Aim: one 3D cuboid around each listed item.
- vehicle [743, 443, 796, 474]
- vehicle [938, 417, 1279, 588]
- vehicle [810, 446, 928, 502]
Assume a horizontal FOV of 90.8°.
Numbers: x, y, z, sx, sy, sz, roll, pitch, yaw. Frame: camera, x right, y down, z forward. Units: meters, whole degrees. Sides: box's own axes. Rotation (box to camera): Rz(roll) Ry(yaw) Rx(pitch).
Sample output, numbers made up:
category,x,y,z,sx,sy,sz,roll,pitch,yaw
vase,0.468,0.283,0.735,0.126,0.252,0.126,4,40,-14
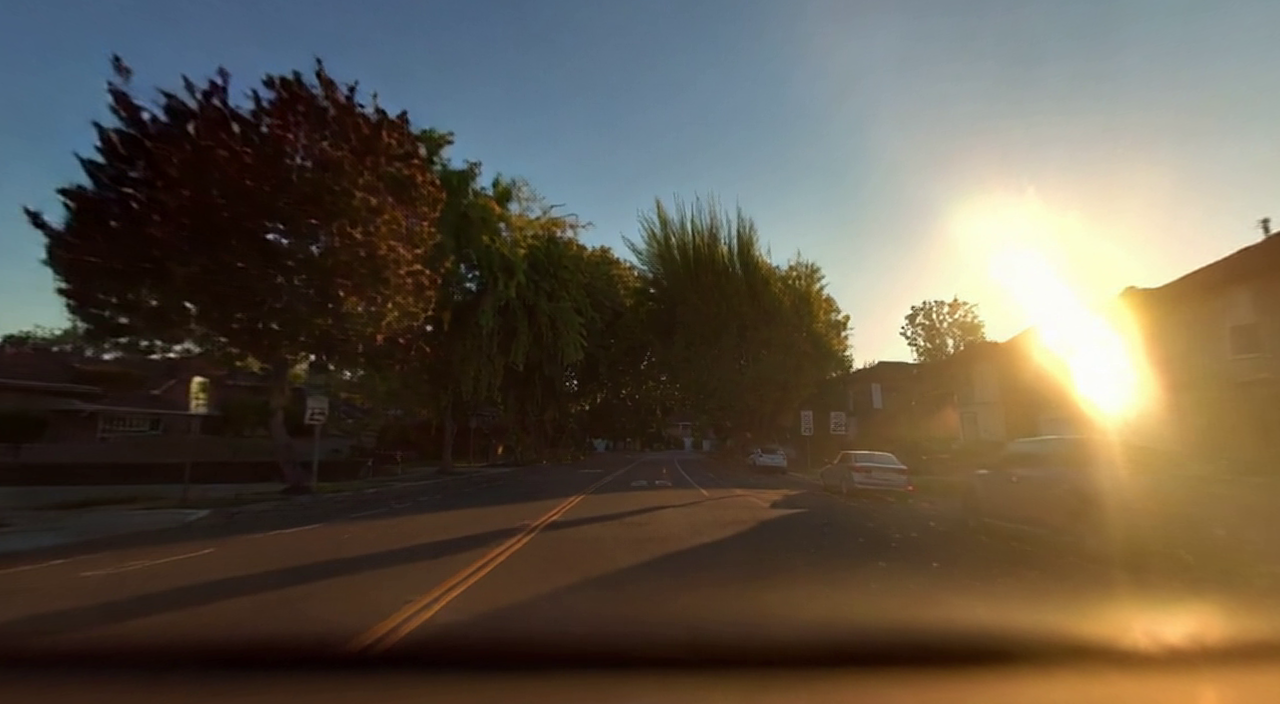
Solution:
category,x,y,z,sx,sy,sz,roll,pitch,yaw
vehicle,6.953,5.771,34.365,1.893,1.543,4.434,0,-9,-1
vehicle,6.371,1.888,8.836,2.116,1.732,4.569,0,-9,-1
vehicle,6.712,3.589,19.063,1.913,1.479,4.209,0,-9,-1
